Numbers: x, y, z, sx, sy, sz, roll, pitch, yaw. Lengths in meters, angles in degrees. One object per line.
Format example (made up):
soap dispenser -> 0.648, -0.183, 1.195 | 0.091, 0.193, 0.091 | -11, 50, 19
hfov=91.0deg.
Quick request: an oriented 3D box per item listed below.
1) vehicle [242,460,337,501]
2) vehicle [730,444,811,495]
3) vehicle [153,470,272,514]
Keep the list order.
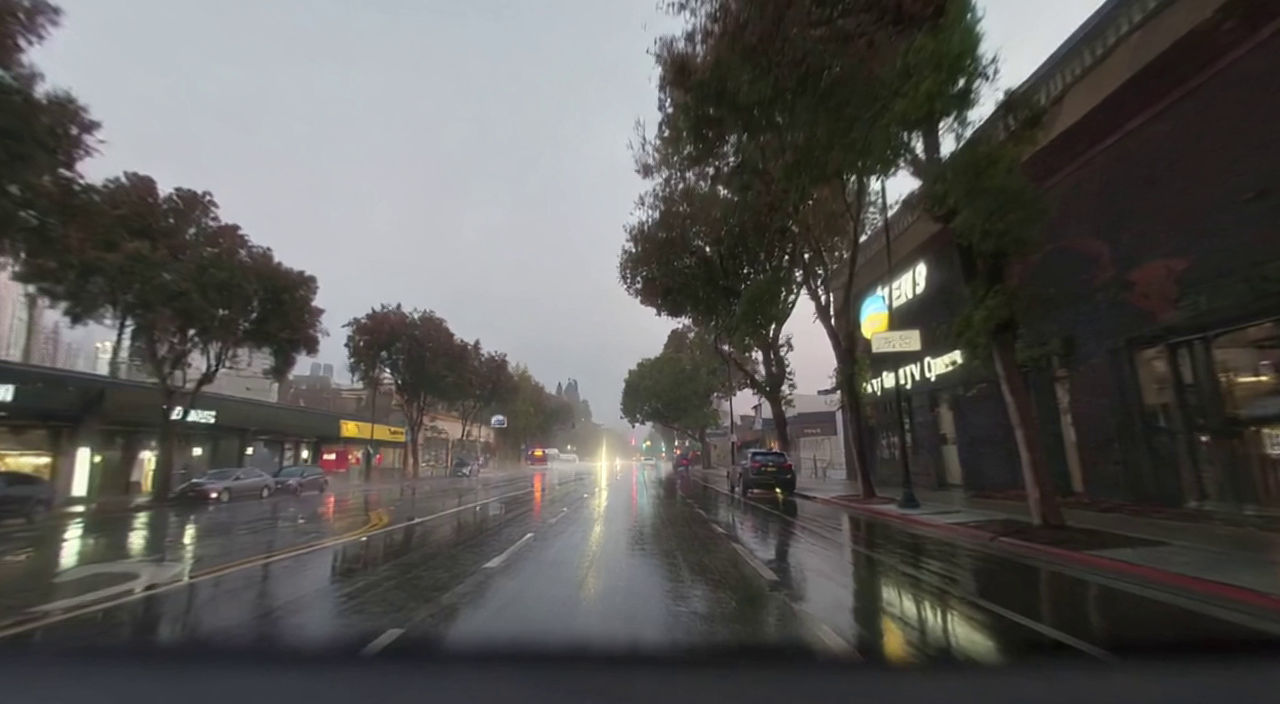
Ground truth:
vehicle -> -17.549, 6.420, 31.811 | 1.920, 1.796, 4.710 | 0, -9, 2
vehicle -> 5.115, 4.682, 25.527 | 2.241, 1.832, 5.234 | 0, -9, 1
vehicle -> -17.380, 5.669, 25.917 | 1.767, 1.487, 4.265 | 0, -9, 2
